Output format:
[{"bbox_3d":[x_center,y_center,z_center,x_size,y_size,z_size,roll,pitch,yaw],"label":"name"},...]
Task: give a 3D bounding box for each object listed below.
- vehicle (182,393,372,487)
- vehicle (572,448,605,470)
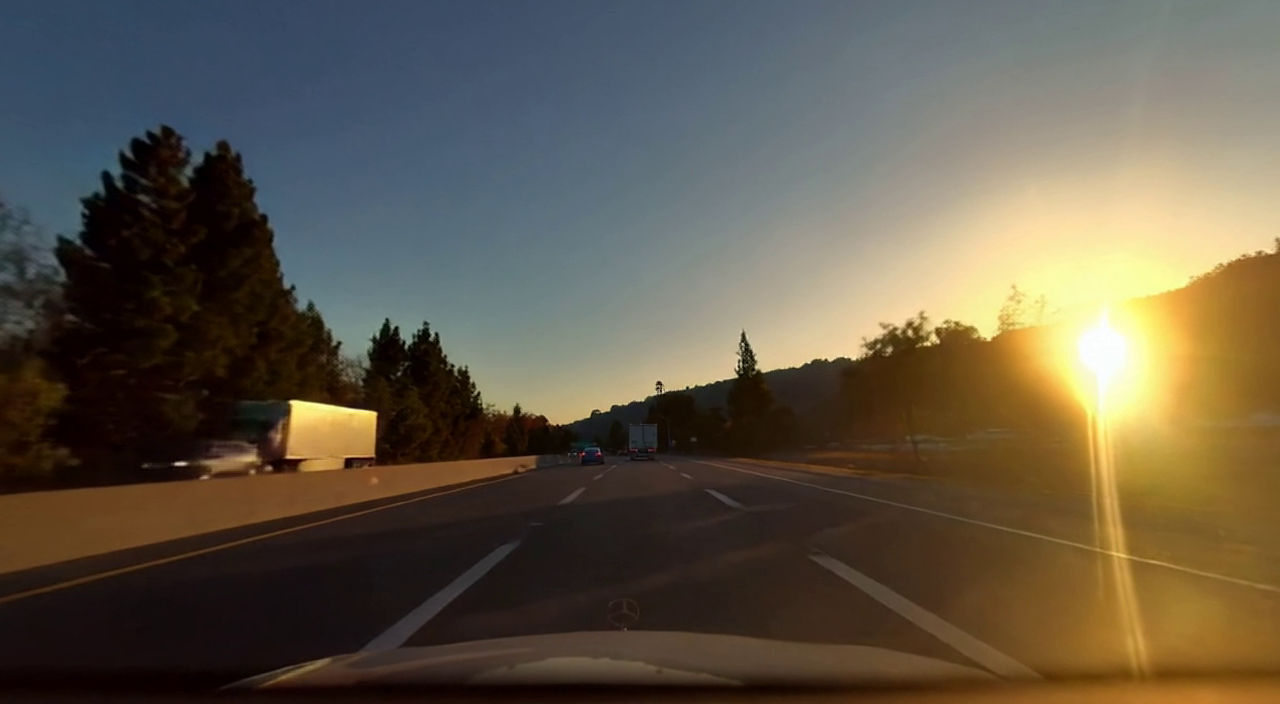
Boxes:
[{"bbox_3d":[-16.706,4.338,30.510,2.811,3.701,10.775,0,-9,0],"label":"vehicle"},{"bbox_3d":[-3.473,7.295,43.202,1.955,1.438,4.100,0,-9,0],"label":"vehicle"}]
